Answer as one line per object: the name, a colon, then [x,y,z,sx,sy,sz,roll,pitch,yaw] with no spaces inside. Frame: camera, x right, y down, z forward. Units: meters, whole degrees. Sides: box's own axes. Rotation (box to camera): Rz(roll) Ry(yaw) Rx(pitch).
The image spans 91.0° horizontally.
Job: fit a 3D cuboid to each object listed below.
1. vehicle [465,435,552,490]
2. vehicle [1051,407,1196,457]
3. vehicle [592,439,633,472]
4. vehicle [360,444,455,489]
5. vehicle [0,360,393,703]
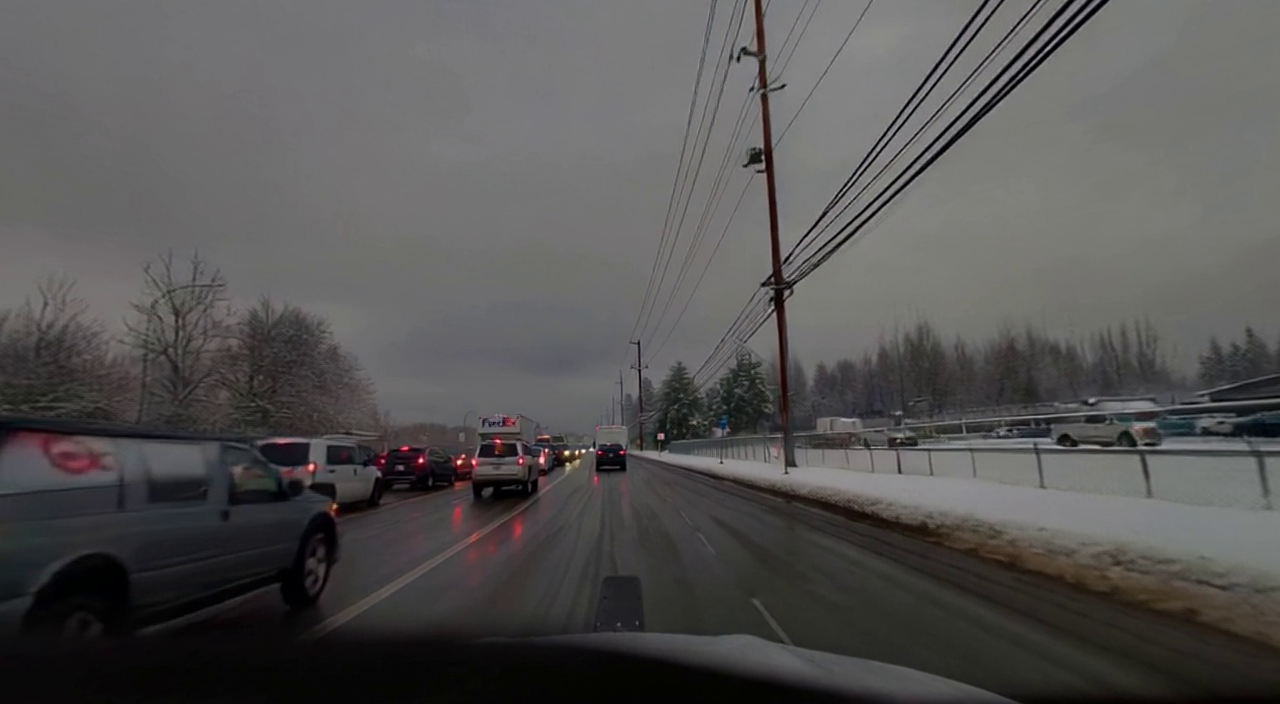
vehicle: [-4.358,3.740,21.705,2.057,1.673,4.934,0,-8,-1]
vehicle: [30.585,5.093,39.988,7.011,3.014,2.594,0,-9,-2]
vehicle: [-1.488,5.540,34.013,2.055,1.671,4.147,0,-8,-3]
vehicle: [-8.651,4.246,23.901,1.909,1.473,5.050,0,-8,-3]
vehicle: [-3.863,1.154,4.400,2.388,1.692,4.684,0,-8,-1]
